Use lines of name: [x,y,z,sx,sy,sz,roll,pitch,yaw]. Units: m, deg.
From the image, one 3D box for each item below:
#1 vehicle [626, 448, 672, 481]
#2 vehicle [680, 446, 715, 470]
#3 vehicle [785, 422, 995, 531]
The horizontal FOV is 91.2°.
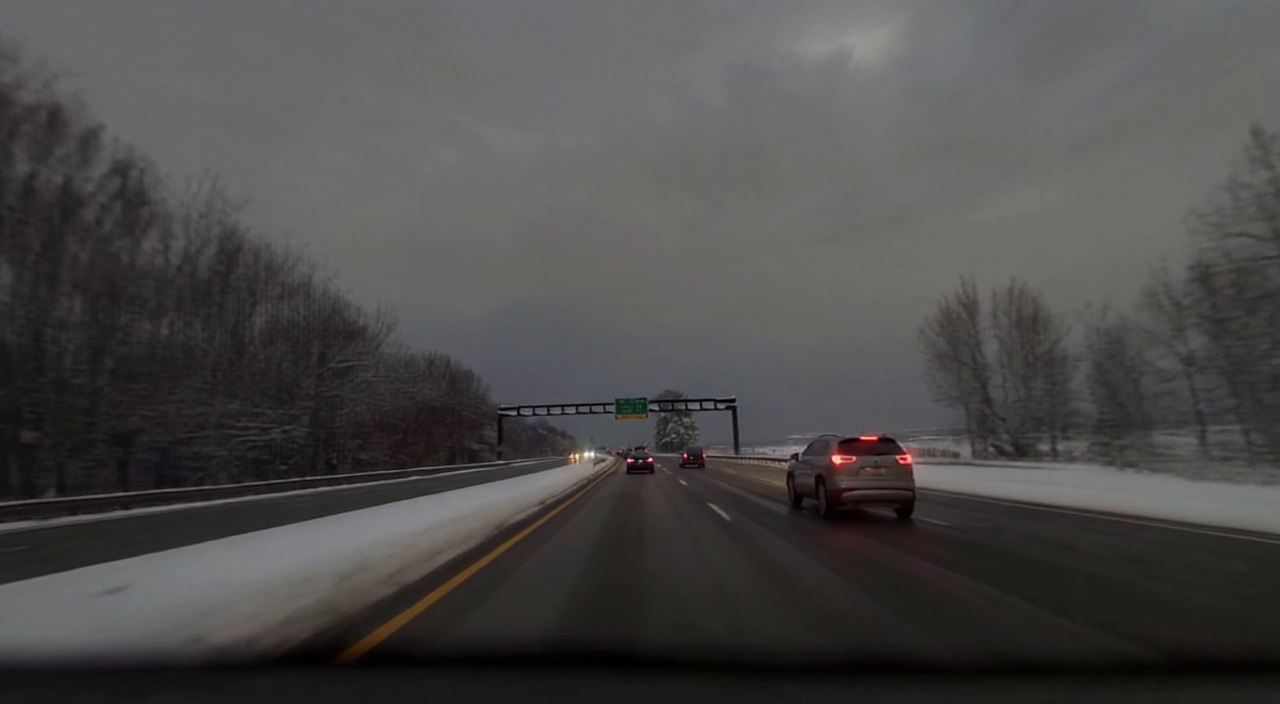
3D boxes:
vehicle: [0.376,5.246,29.493,2.037,1.418,3.793,0,-9,-1]
vehicle: [3.881,7.275,43.115,1.959,1.528,4.207,0,-9,-1]
vehicle: [4.522,2.347,12.291,2.250,1.718,4.358,0,-9,-1]
